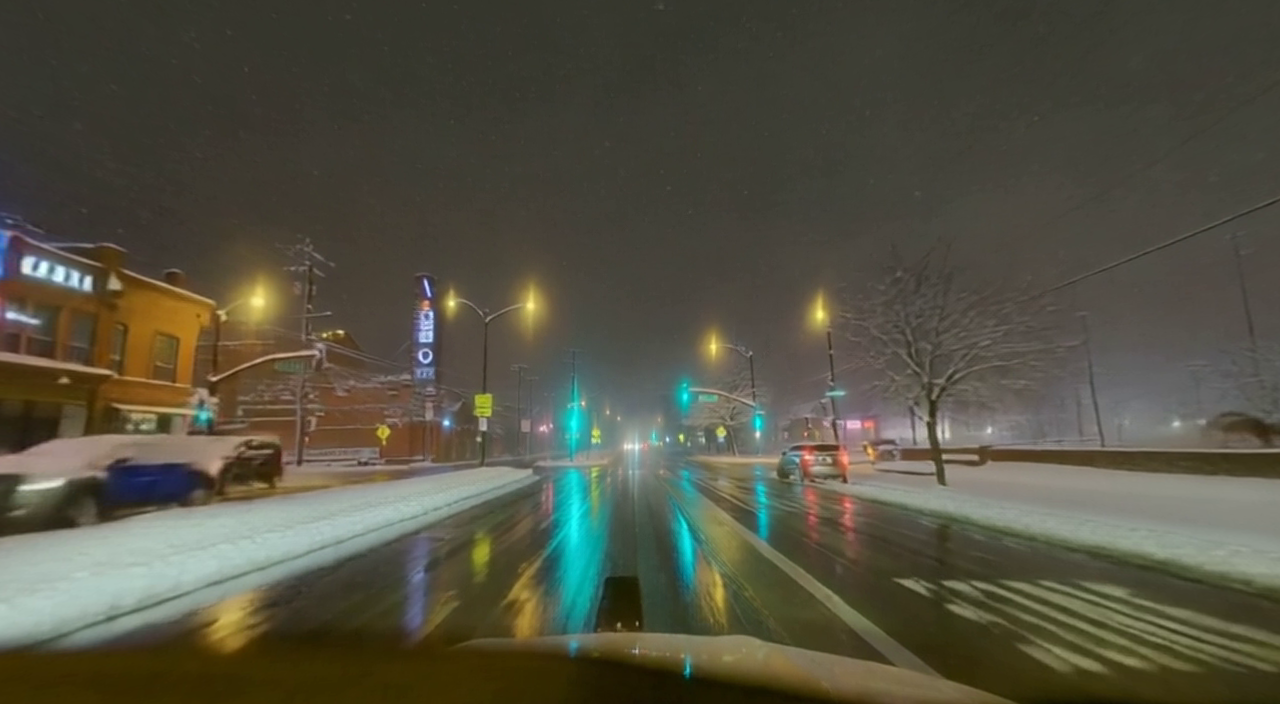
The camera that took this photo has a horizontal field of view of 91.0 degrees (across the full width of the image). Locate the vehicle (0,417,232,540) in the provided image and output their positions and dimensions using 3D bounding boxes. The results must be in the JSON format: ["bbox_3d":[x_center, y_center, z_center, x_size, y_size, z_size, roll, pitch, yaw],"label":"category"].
[{"bbox_3d":[-10.258,2.239,11.793,2.155,1.830,4.564,0,-8,-1],"label":"vehicle"}]

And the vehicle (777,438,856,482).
[{"bbox_3d":[7.246,4.478,26.375,1.950,1.686,4.509,0,-9,-1],"label":"vehicle"}]

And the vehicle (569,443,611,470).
[{"bbox_3d":[-2.843,6.065,36.872,2.078,1.471,4.217,0,-9,0],"label":"vehicle"}]
